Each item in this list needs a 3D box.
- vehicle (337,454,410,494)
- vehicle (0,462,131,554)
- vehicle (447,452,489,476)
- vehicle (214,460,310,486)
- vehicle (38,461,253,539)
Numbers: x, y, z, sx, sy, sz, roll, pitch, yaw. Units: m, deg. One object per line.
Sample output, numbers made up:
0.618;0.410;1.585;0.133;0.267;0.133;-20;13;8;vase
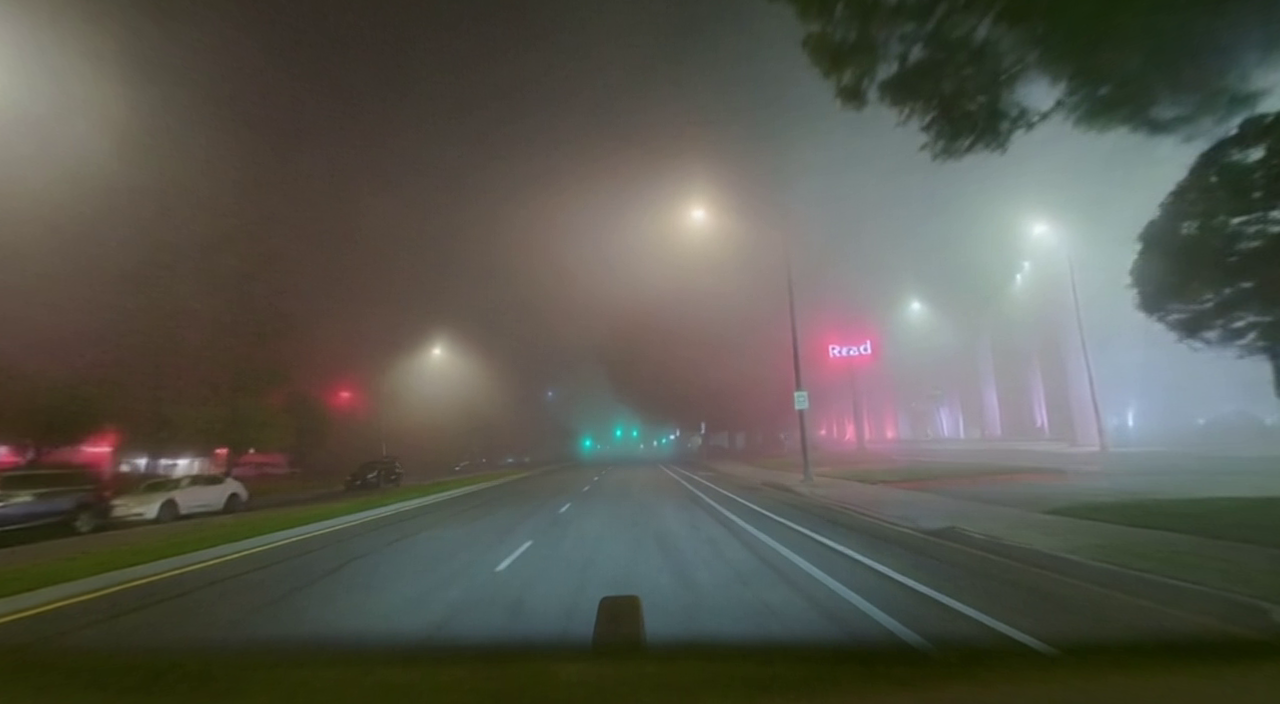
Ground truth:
-12.852;5.857;30.745;1.953;1.558;3.839;-6;-8;-2;vehicle
-12.421;2.904;11.743;1.897;1.564;4.875;0;-8;-1;vehicle
-12.921;8.379;47.646;1.986;1.488;4.330;-4;-8;-2;vehicle
-23.627;7.556;39.621;4.718;1.500;1.943;0;-8;0;vehicle
-12.555;3.732;16.544;2.040;1.424;4.594;-5;-8;-1;vehicle
